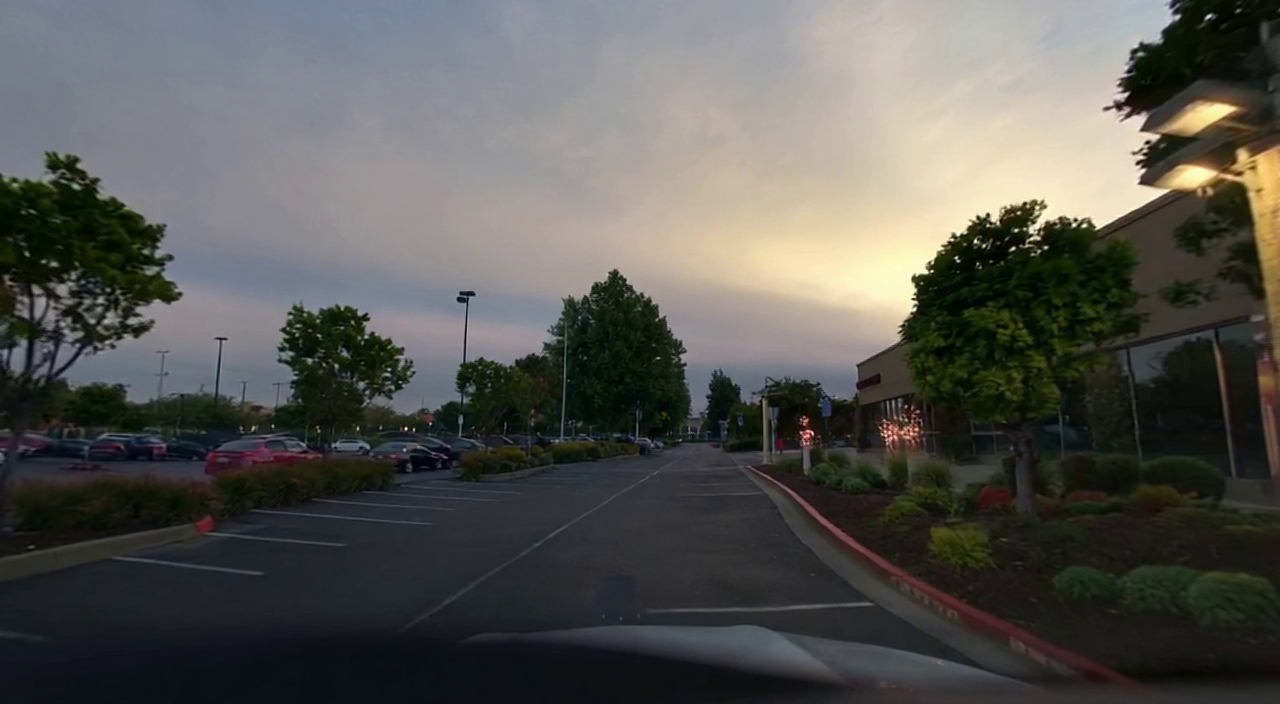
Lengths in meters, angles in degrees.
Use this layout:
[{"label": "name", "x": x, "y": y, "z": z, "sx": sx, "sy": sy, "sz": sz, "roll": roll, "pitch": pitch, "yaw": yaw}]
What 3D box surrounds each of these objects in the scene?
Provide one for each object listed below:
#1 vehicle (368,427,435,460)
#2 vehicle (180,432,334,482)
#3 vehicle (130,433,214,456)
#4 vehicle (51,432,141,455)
[{"label": "vehicle", "x": -15.070, "y": 5.810, "z": 40.179, "sx": 1.972, "sy": 1.923, "sz": 4.535, "roll": -1, "pitch": -8, "yaw": 8}, {"label": "vehicle", "x": -12.270, "y": 3.395, "z": 20.671, "sx": 1.847, "sy": 1.443, "sz": 4.484, "roll": -1, "pitch": -8, "yaw": 7}, {"label": "vehicle", "x": -31.168, "y": 6.162, "z": 42.239, "sx": 1.773, "sy": 1.433, "sz": 4.356, "roll": -2, "pitch": -8, "yaw": 10}, {"label": "vehicle", "x": -36.521, "y": 6.166, "z": 42.563, "sx": 1.858, "sy": 1.449, "sz": 4.296, "roll": -2, "pitch": -8, "yaw": 11}]
